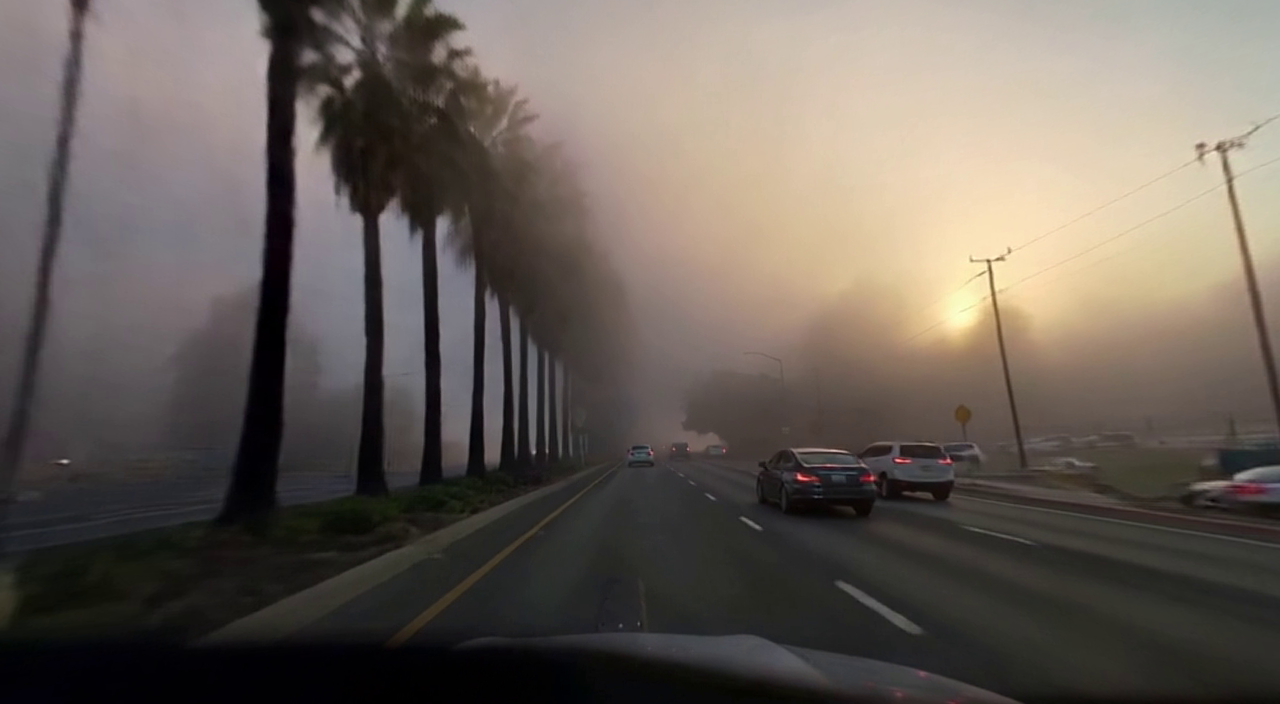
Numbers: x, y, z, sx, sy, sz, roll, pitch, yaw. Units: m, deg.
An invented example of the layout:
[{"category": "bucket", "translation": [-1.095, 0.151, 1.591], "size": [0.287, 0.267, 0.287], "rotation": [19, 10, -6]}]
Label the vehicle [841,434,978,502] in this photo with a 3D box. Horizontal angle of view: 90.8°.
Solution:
[{"category": "vehicle", "translation": [7.397, 3.211, 17.919], "size": [1.916, 1.646, 4.258], "rotation": [1, -8, -1]}]

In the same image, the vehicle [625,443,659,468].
[{"category": "vehicle", "translation": [0.105, 6.506, 39.807], "size": [2.031, 1.444, 4.361], "rotation": [1, -8, -1]}]

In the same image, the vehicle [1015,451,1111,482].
[{"category": "vehicle", "translation": [21.672, 5.846, 32.592], "size": [1.854, 1.411, 4.490], "rotation": [0, -8, 0]}]

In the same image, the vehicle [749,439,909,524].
[{"category": "vehicle", "translation": [3.693, 2.603, 13.313], "size": [1.875, 1.452, 4.453], "rotation": [1, -8, -2]}]
